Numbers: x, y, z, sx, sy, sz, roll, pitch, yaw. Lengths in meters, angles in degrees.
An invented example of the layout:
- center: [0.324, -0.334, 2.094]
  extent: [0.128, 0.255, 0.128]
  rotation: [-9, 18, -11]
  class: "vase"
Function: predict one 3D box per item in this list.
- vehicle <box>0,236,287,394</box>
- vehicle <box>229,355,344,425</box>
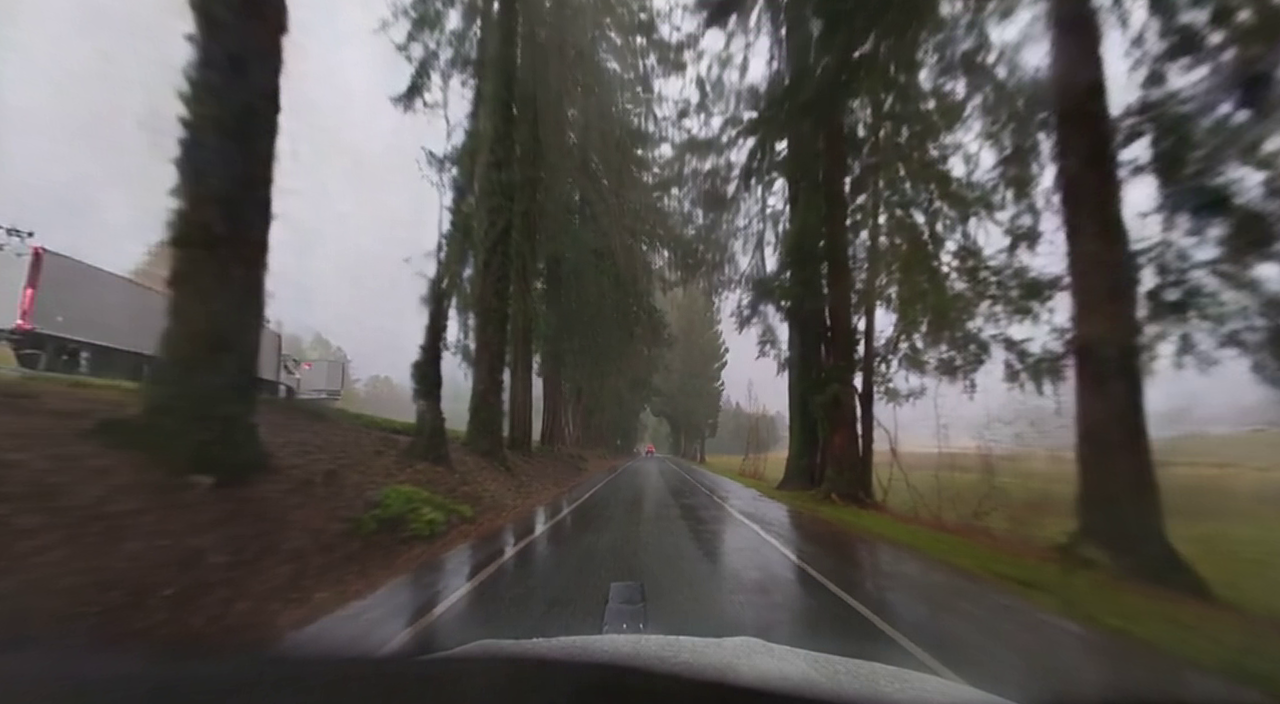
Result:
- center: [-25.516, -0.992, 33.466]
  extent: [3.314, 4.163, 16.558]
  rotation: [-1, -12, 3]
  class: "vehicle"
- center: [-24.262, 2.678, 44.032]
  extent: [3.022, 4.324, 8.607]
  rotation: [-1, -4, 1]
  class: "vehicle"
